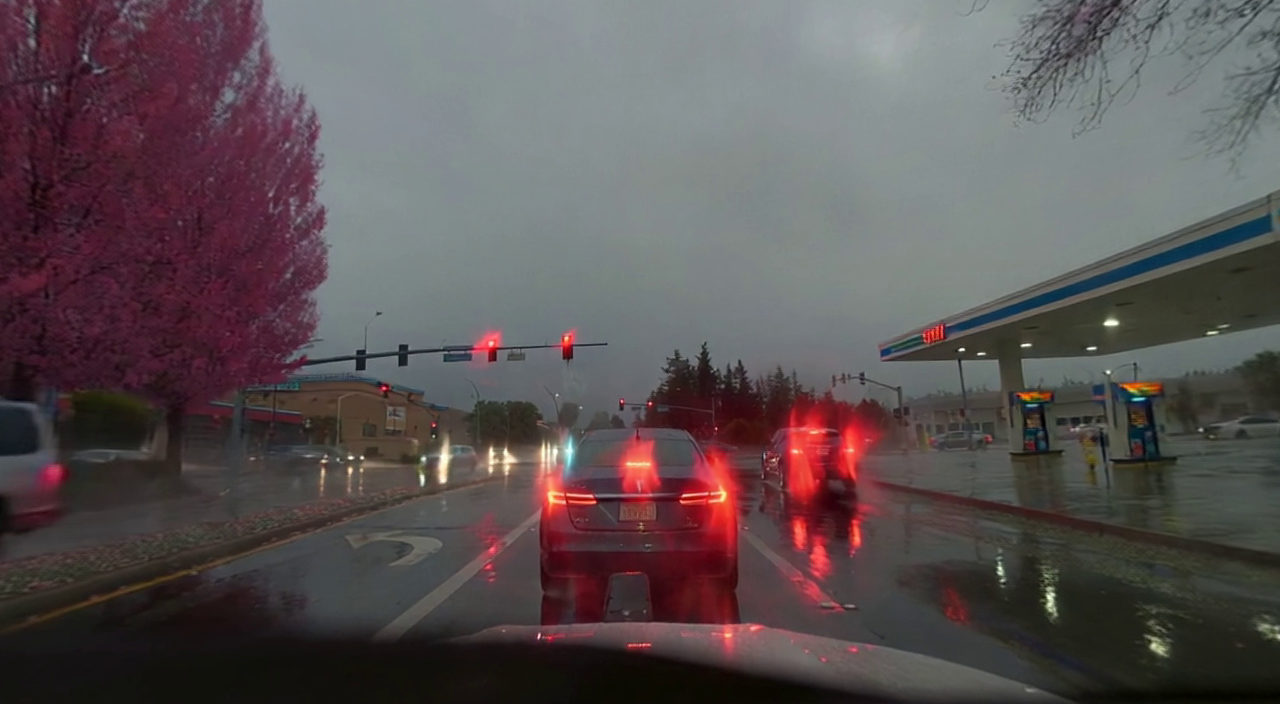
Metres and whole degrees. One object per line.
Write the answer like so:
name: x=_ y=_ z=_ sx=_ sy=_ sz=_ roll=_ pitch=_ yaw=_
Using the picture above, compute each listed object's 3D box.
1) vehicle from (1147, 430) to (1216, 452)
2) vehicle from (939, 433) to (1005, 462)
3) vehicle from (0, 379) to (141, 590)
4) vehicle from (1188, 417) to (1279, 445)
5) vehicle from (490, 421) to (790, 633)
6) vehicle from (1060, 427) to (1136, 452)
vehicle: x=40.948 y=6.727 z=47.700 sx=3.573 sy=1.432 sz=1.604 roll=-3 pitch=-8 yaw=1
vehicle: x=18.391 y=5.248 z=34.853 sx=2.053 sy=1.495 sz=4.091 roll=-8 pitch=-12 yaw=44
vehicle: x=-7.536 y=1.192 z=5.365 sx=2.378 sy=2.084 sz=5.225 roll=0 pitch=-8 yaw=-2
vehicle: x=36.325 y=4.874 z=38.466 sx=1.848 sy=1.581 sz=4.475 roll=-1 pitch=-8 yaw=3
vehicle: x=-0.017 y=1.538 z=6.557 sx=2.112 sy=1.482 sz=4.057 roll=0 pitch=-8 yaw=-1
vehicle: x=34.719 y=6.617 z=47.867 sx=4.294 sy=1.557 sz=1.744 roll=-4 pitch=-8 yaw=1
